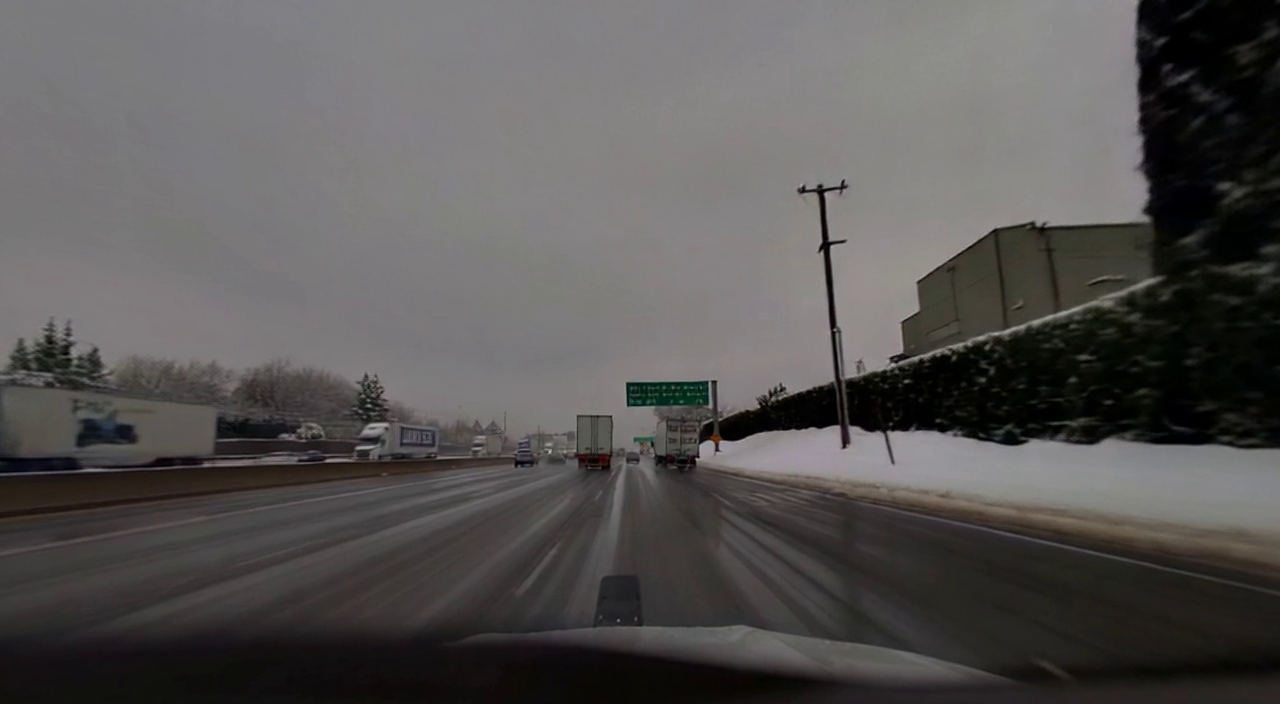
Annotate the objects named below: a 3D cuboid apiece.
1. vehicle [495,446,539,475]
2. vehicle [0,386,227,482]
[{"bbox_3d":[-7.641,6.771,39.752,2.132,1.679,4.045,0,-9,-3],"label":"vehicle"},{"bbox_3d":[-23.016,3.760,28.193,2.915,3.535,9.511,0,-9,-2],"label":"vehicle"}]
